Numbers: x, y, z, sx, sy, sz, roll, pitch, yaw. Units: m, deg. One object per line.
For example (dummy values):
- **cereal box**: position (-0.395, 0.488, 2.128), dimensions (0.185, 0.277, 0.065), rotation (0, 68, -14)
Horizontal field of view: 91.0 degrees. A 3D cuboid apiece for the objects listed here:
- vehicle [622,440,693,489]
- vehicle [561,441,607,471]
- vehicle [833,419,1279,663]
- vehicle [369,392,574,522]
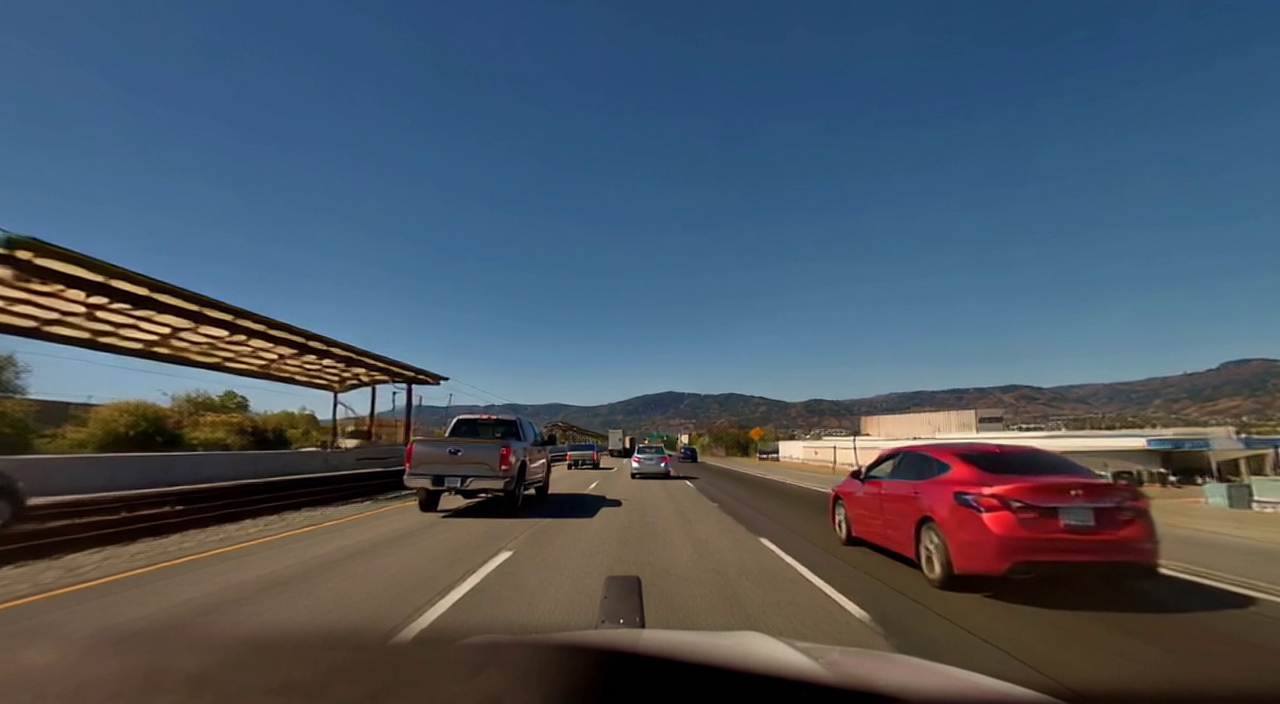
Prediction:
- **vehicle**: position (0.507, 3.740, 21.293), dimensions (2.171, 1.493, 4.081), rotation (0, -9, 0)
- **vehicle**: position (-3.167, 5.985, 36.490), dimensions (2.151, 1.613, 4.786), rotation (0, -9, 1)
- **vehicle**: position (3.747, 1.547, 6.407), dimensions (2.023, 1.510, 4.773), rotation (0, -9, -1)
- **vehicle**: position (-3.279, 2.332, 14.395), dimensions (2.733, 2.230, 6.820), rotation (0, -9, 1)
